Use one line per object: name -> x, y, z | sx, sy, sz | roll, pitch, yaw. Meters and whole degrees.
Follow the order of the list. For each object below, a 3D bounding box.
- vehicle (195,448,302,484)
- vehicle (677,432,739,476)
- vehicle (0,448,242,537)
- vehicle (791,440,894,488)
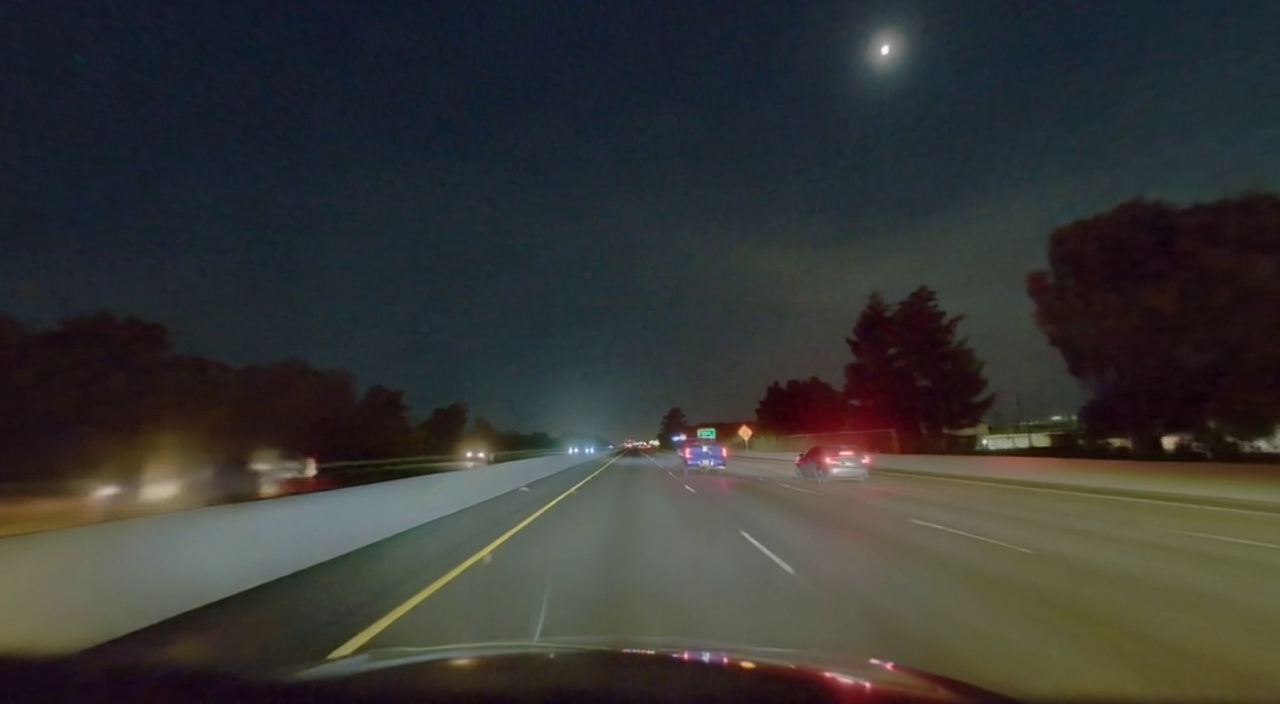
vehicle -> -17.589, 5.124, 28.710 | 1.855, 1.454, 4.636 | 0, -8, 0
vehicle -> 2.988, 4.672, 29.062 | 2.258, 1.824, 4.908 | 0, -9, -1
vehicle -> -10.967, 2.834, 13.458 | 2.147, 1.545, 4.454 | 0, -8, -2
vehicle -> 6.674, 3.717, 21.312 | 2.009, 1.456, 4.097 | 0, -9, -2
